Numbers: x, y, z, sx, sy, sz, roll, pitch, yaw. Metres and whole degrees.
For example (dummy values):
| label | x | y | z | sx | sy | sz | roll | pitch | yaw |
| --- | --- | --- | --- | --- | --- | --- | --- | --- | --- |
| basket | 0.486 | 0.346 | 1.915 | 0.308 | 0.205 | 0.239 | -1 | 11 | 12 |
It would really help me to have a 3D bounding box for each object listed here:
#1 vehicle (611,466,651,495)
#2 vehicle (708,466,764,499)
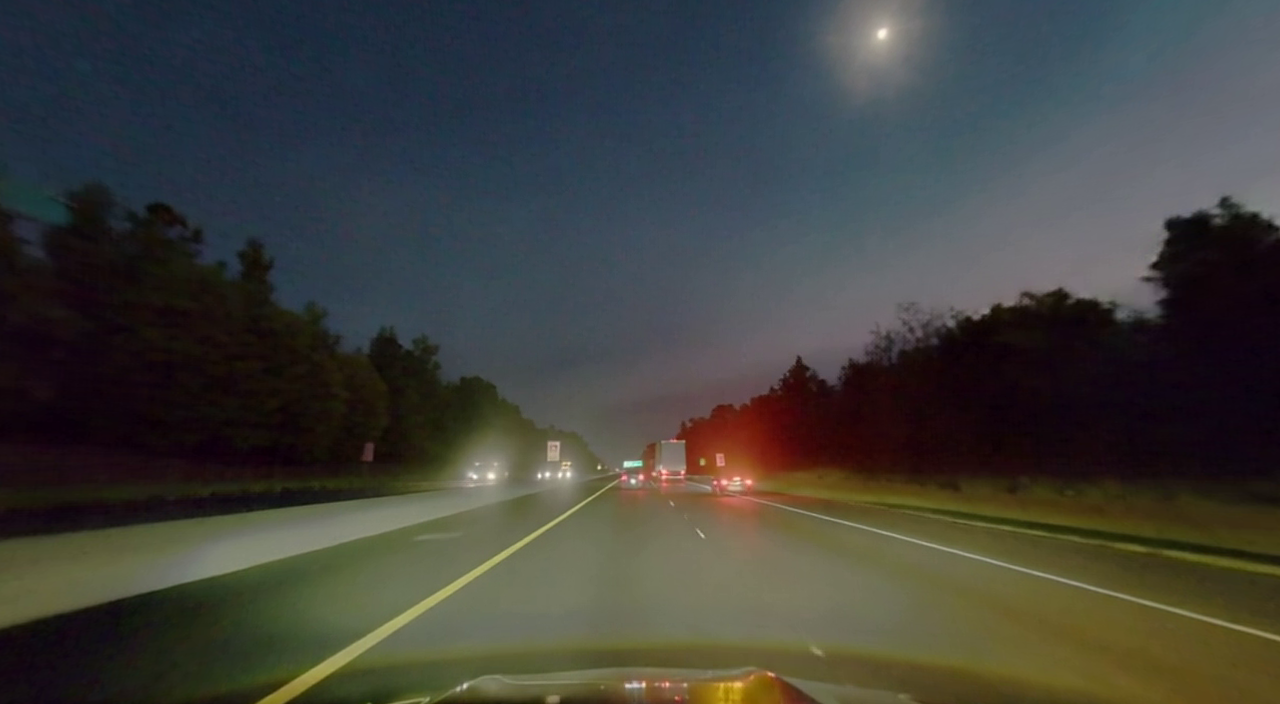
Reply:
| label | x | y | z | sx | sy | sz | roll | pitch | yaw |
| --- | --- | --- | --- | --- | --- | --- | --- | --- | --- |
| vehicle | -0.455 | 6.898 | 34.061 | 2.010 | 1.436 | 3.973 | 1 | -10 | 0 |
| vehicle | 4.662 | 6.413 | 31.217 | 1.897 | 1.476 | 4.334 | 1 | -10 | -2 |
